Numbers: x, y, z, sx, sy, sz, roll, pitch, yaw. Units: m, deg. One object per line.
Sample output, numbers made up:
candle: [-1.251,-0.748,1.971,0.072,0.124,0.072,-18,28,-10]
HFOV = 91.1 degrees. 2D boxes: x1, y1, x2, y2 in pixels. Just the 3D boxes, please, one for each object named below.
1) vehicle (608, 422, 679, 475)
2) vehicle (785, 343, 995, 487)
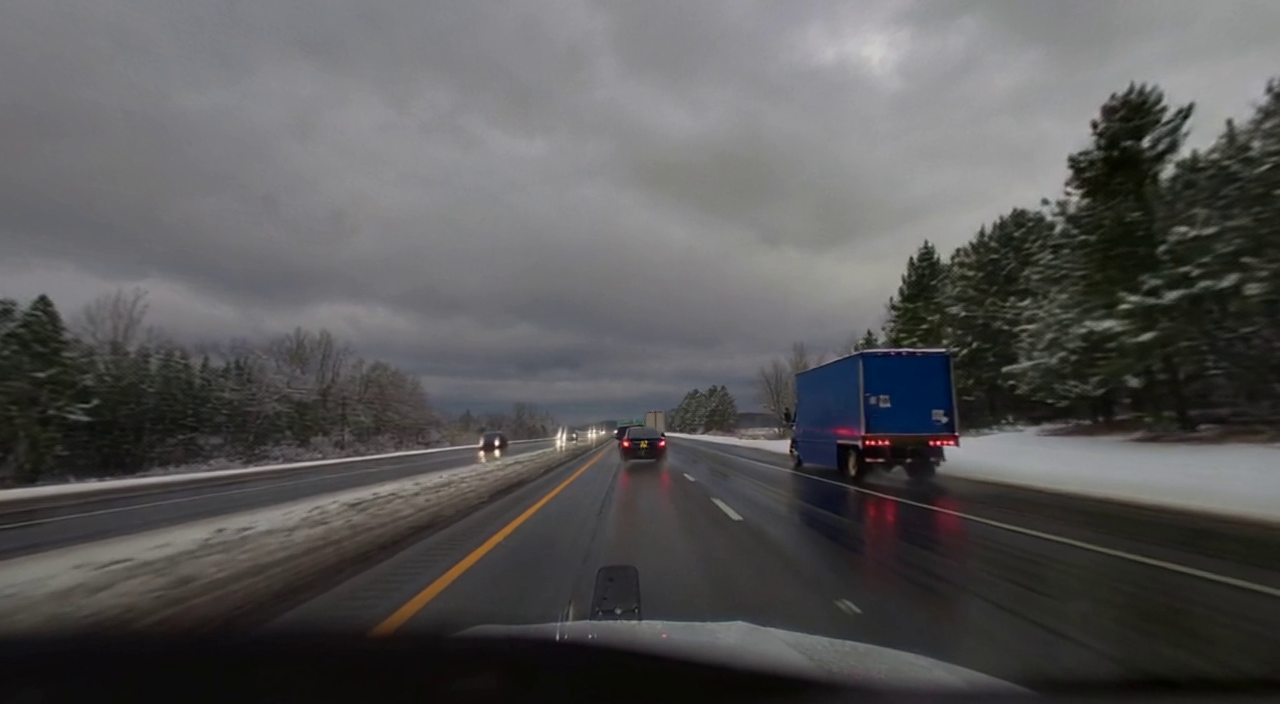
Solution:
vehicle: [0.090,3.286,21.703,2.216,1.623,4.220,0,-8,0]
vehicle: [7.325,2.173,20.394,3.010,3.638,8.978,0,-8,-1]
